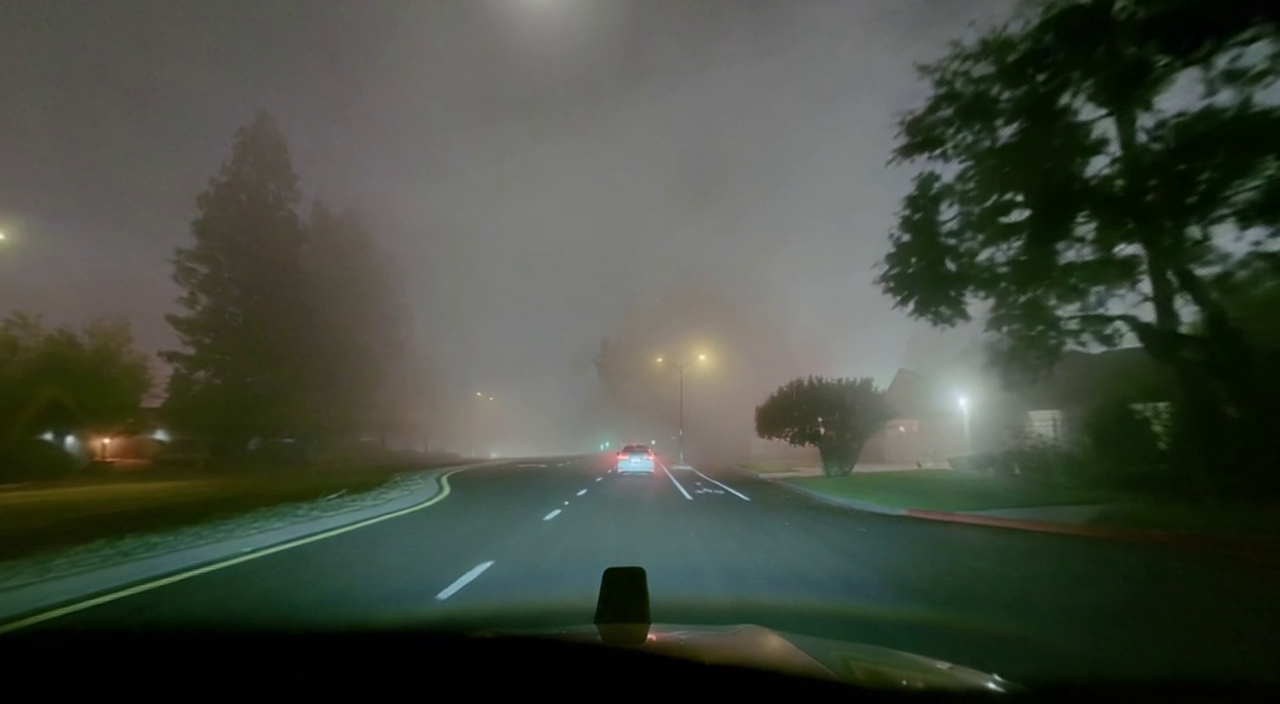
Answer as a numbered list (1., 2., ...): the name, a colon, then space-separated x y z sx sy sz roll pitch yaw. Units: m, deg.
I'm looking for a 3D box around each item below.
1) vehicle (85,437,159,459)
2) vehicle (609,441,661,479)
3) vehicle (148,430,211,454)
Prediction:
1. vehicle: -35.077 6.506 42.702 3.471 1.391 1.625 0 -8 -1
2. vehicle: -0.178 4.495 26.600 2.009 1.456 4.003 0 -8 1
3. vehicle: -35.144 6.845 48.156 3.451 1.541 1.784 3 -7 7
